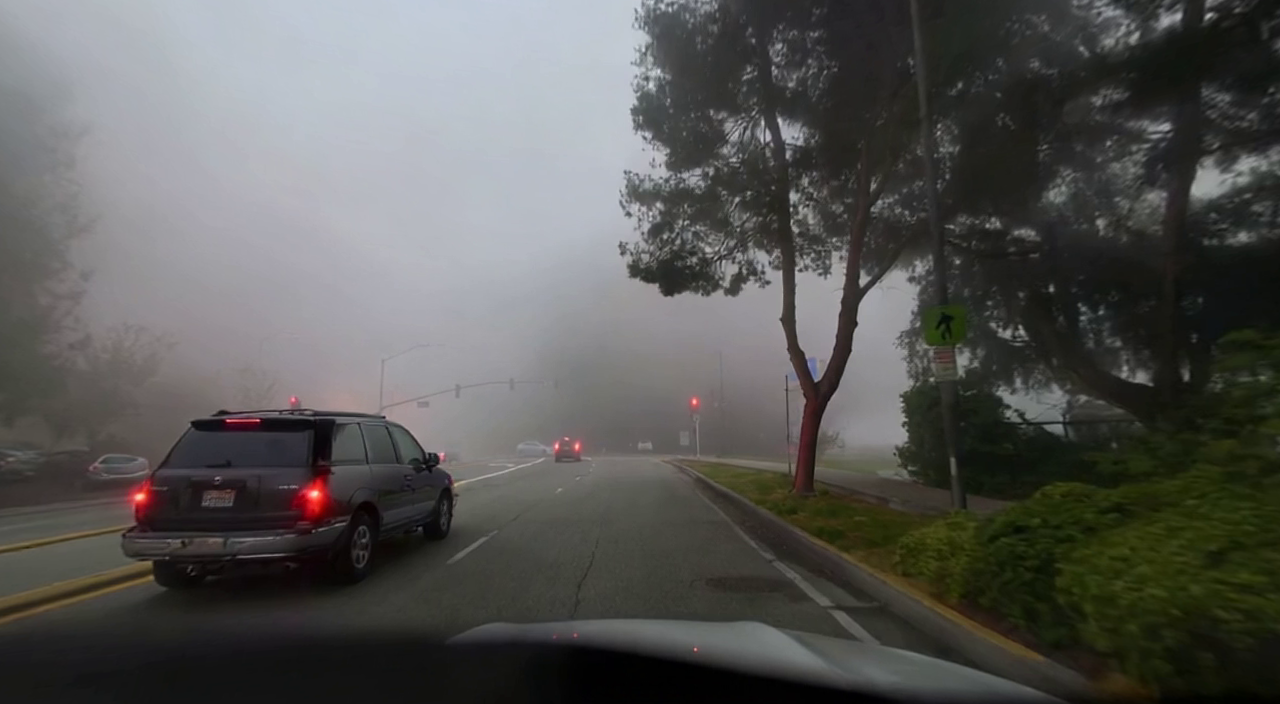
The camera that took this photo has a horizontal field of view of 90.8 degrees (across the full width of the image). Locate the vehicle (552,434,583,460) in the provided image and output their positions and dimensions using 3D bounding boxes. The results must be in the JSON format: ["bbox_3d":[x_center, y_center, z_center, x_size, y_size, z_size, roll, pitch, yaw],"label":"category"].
[{"bbox_3d":[-5.308,7.000,46.426,2.134,1.799,5.082,1,-9,-6],"label":"vehicle"}]

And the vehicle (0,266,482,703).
[{"bbox_3d":[-3.346,1.023,5.301,2.509,1.885,5.831,0,-9,0],"label":"vehicle"}]
